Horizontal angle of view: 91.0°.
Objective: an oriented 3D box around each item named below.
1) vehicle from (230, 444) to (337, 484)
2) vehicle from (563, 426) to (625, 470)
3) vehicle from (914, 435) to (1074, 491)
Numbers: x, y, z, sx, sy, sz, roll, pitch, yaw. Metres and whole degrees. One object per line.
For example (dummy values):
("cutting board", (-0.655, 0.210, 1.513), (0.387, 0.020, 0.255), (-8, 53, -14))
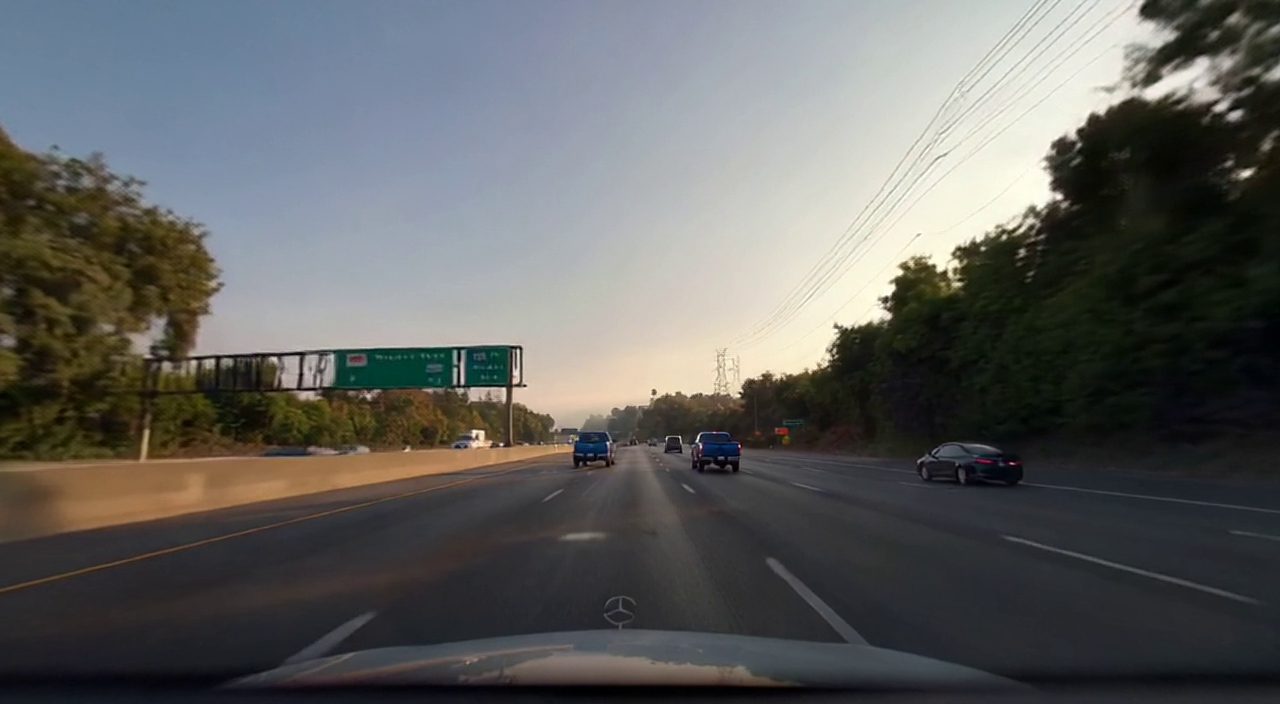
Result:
("vehicle", (-14.518, 4.566, 25.964), (1.838, 1.501, 4.332), (0, -8, 0))
("vehicle", (-2.228, 4.941, 32.443), (2.508, 2.023, 6.176), (0, -8, 2))
("vehicle", (10.397, 3.294, 19.018), (2.076, 1.470, 4.644), (0, -8, -1))
